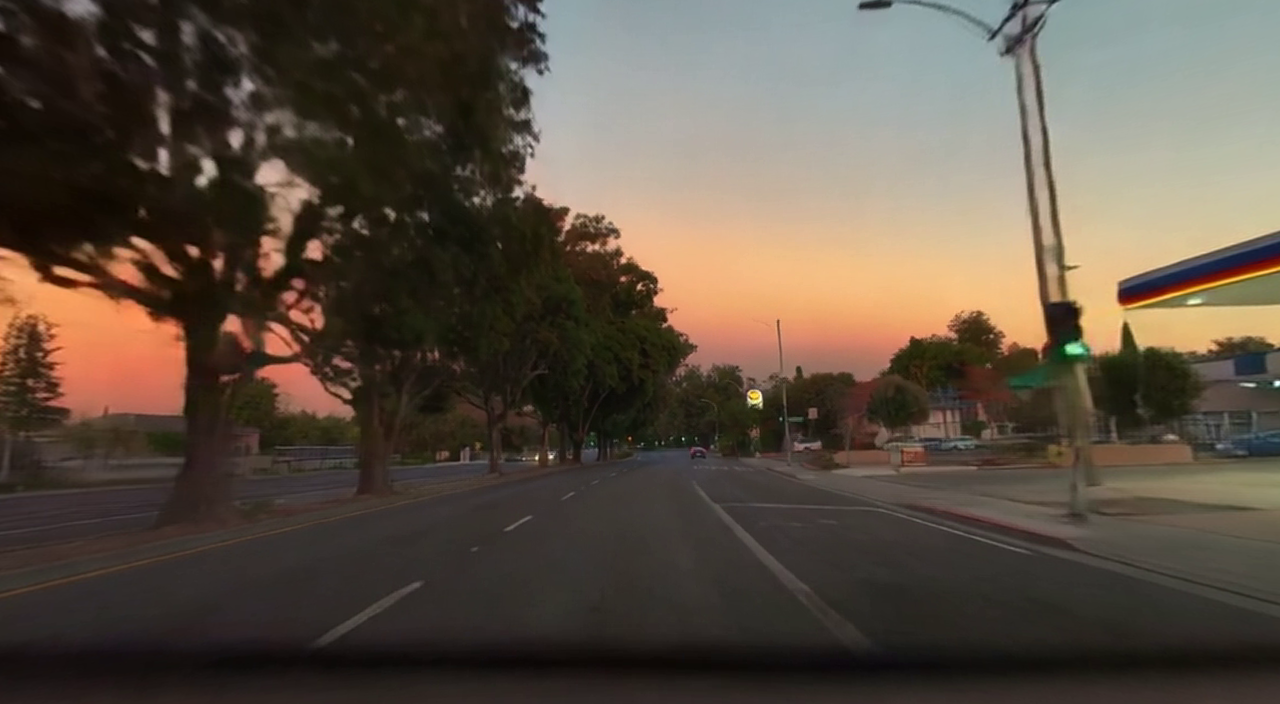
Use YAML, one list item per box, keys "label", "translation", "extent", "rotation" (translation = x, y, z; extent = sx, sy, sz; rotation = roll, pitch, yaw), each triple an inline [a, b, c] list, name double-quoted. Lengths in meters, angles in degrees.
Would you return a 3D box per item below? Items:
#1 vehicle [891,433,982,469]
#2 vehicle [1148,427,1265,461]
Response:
- label: "vehicle"
  translation: [14.091, 4.756, 29.900]
  extent: [4.744, 1.475, 2.008]
  rotation: [9, -16, -41]
- label: "vehicle"
  translation: [31.586, 5.152, 35.455]
  extent: [2.045, 1.778, 4.517]
  rotation: [1, -9, -6]
